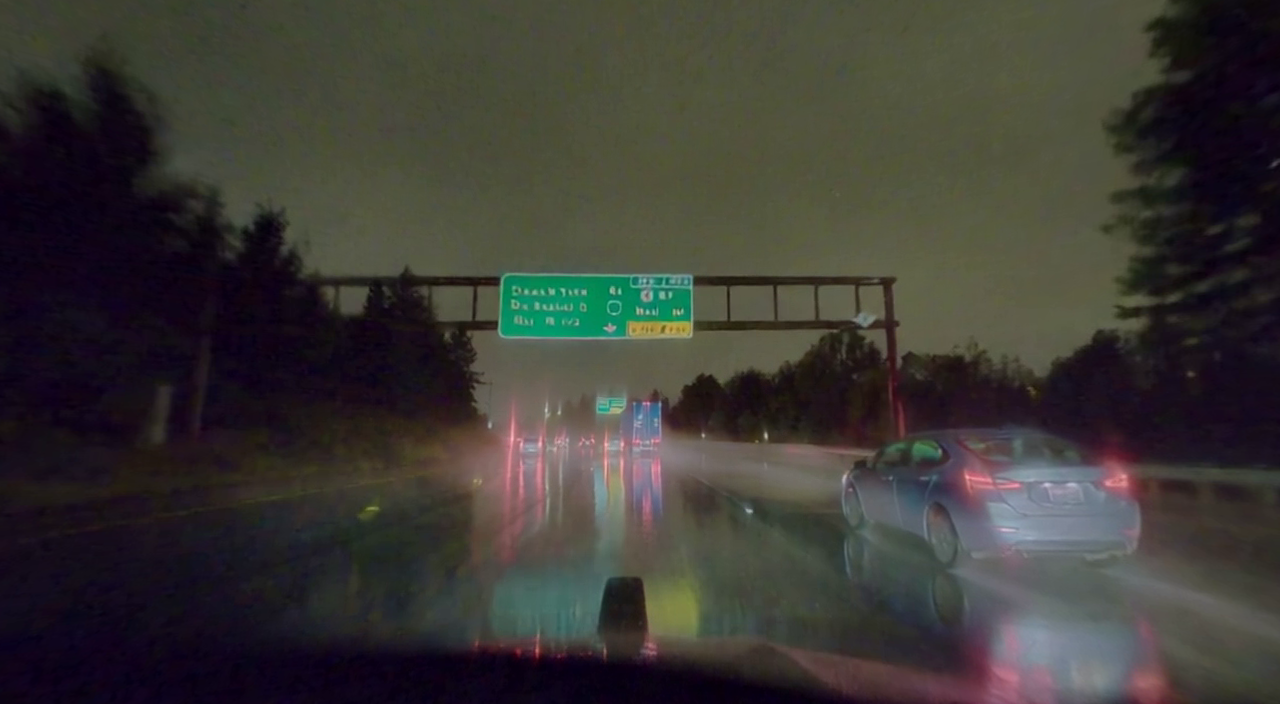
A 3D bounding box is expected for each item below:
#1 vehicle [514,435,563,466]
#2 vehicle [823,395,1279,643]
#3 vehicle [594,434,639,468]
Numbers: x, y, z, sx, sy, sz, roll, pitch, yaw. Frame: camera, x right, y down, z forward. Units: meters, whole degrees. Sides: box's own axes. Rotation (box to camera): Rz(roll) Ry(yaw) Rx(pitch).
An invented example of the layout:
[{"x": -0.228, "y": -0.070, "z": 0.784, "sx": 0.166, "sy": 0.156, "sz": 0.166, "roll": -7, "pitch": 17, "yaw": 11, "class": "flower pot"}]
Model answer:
[{"x": -5.305, "y": 5.186, "z": 33.350, "sx": 2.072, "sy": 1.512, "sz": 4.043, "roll": 0, "pitch": -8, "yaw": -2, "class": "vehicle"}, {"x": 3.411, "y": 1.320, "z": 6.033, "sx": 1.971, "sy": 1.472, "sz": 4.301, "roll": -1, "pitch": -8, "yaw": -1, "class": "vehicle"}, {"x": -1.144, "y": 4.792, "z": 30.655, "sx": 2.020, "sy": 1.516, "sz": 3.951, "roll": 0, "pitch": -8, "yaw": -2, "class": "vehicle"}]
